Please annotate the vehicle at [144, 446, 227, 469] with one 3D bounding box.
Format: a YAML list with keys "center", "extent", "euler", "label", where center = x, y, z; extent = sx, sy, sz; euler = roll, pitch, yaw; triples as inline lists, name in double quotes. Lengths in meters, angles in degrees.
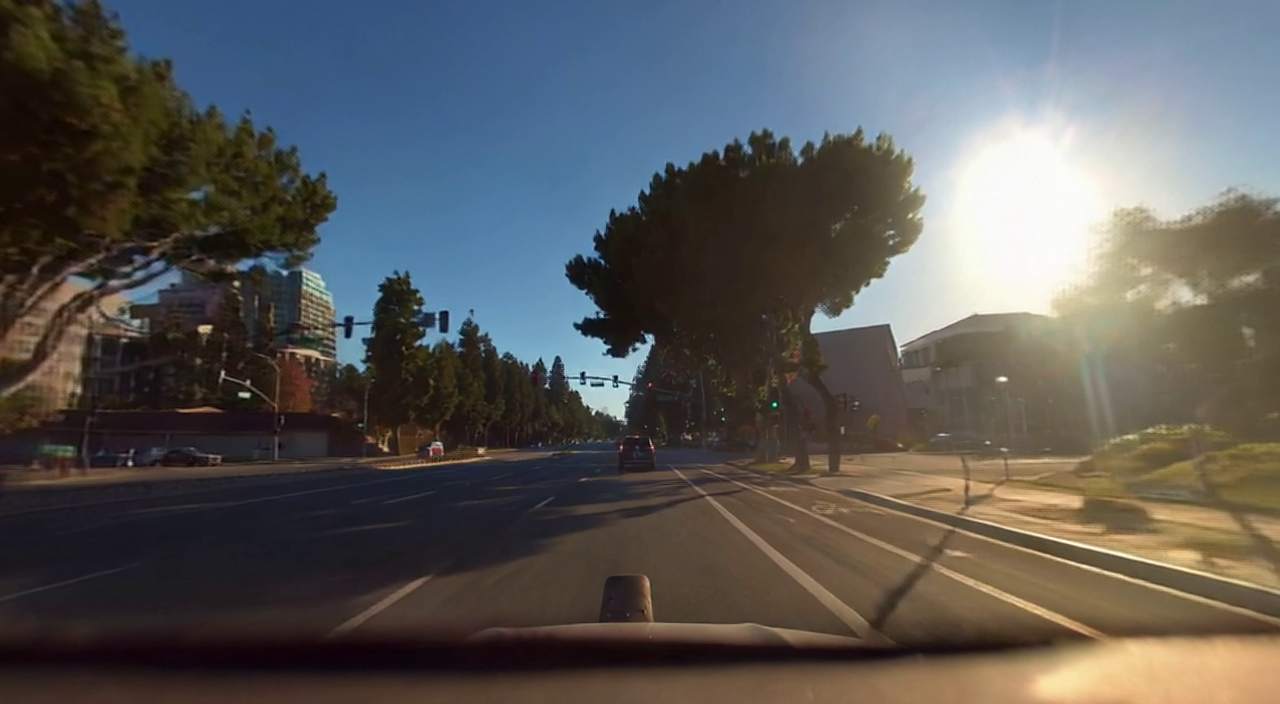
- center: [-31.931, 7.390, 44.330]
  extent: [4.504, 1.524, 2.226]
  euler: [-2, -9, 14]
  label: "vehicle"

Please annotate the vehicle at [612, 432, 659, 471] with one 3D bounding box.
- center: [-0.220, 4.842, 30.910]
  extent: [2.169, 1.751, 4.276]
  euler: [0, -8, 0]
  label: "vehicle"

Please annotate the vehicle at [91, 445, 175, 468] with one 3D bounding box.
- center: [-39.197, 8.075, 48.791]
  extent: [4.713, 1.693, 2.018]
  euler: [0, -8, 2]
  label: "vehicle"
